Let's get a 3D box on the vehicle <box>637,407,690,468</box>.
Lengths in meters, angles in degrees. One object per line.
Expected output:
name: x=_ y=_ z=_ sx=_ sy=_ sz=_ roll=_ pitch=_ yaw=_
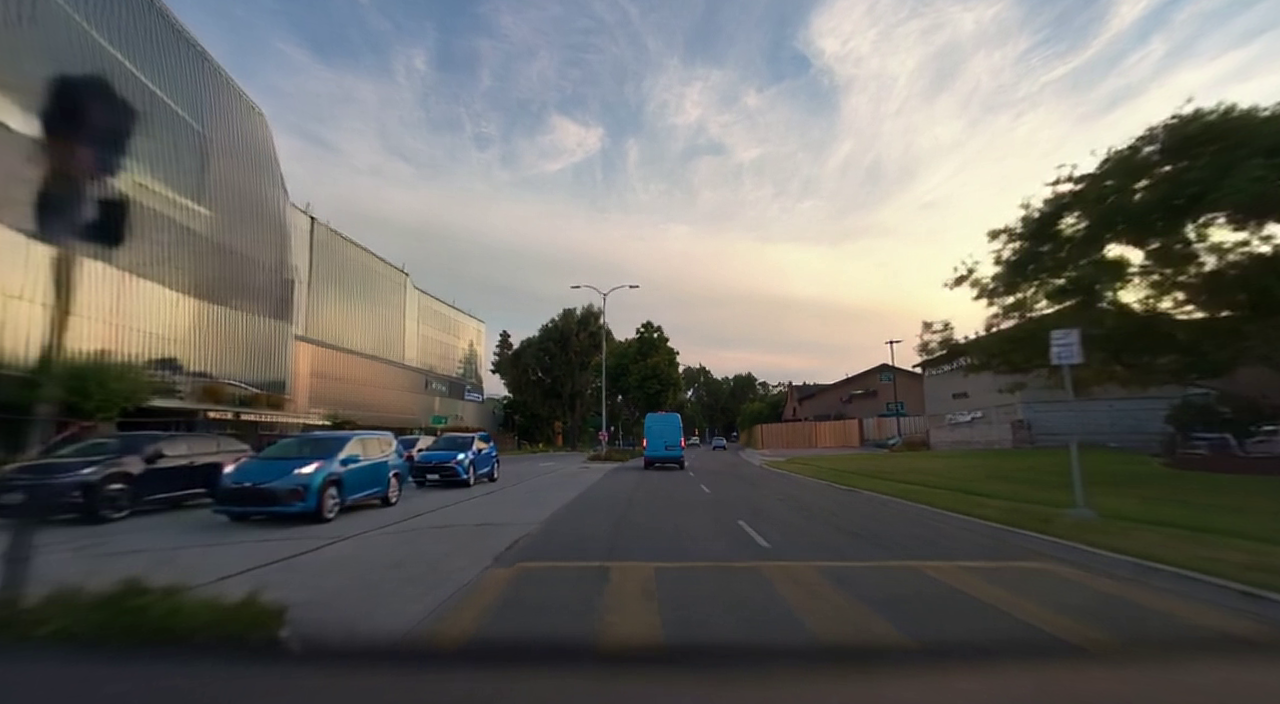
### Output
vehicle: x=1.313 y=4.330 z=32.003 sx=2.435 sy=2.816 sz=5.232 roll=-1 pitch=-8 yaw=5

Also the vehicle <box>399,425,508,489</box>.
vehicle: x=-5.458 y=3.149 z=19.065 sx=1.935 sy=1.633 sz=4.247 roll=-2 pitch=-9 yaw=1

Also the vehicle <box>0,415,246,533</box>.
vehicle: x=-9.207 y=2.024 z=10.831 sx=1.891 sy=1.575 sz=4.559 roll=-2 pitch=-9 yaw=1

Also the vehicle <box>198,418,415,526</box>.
vehicle: x=-5.692 y=2.091 z=11.351 sx=1.893 sy=1.587 sz=3.595 roll=-1 pitch=-9 yaw=0
